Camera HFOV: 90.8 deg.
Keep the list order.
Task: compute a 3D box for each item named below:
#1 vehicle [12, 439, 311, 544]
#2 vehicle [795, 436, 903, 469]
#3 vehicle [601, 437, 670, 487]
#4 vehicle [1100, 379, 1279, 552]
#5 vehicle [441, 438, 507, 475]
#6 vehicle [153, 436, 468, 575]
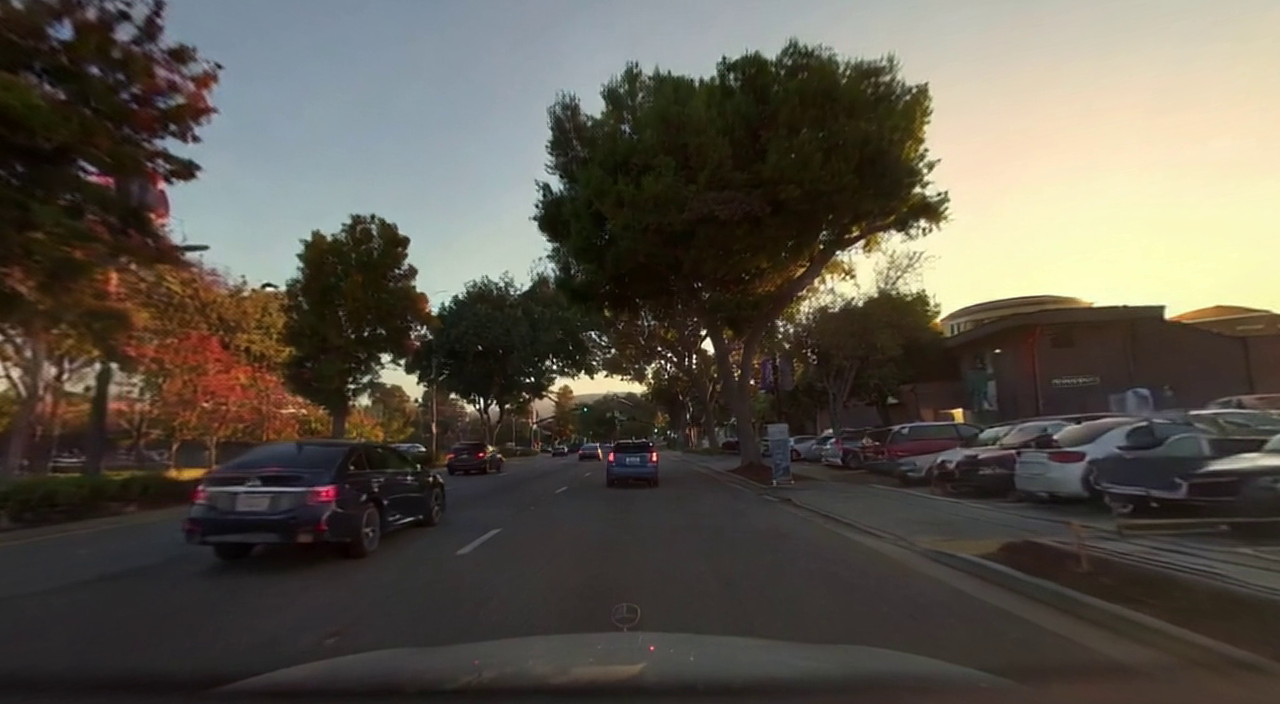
[{"bbox_3d":[-7.896,2.292,11.109,2.009,1.470,4.179,0,-8,-1],"label":"vehicle"},{"bbox_3d":[10.164,4.909,30.945,4.619,1.523,1.873,0,-8,2],"label":"vehicle"},{"bbox_3d":[-0.196,3.575,20.786,2.061,1.469,3.954,0,-8,-2],"label":"vehicle"},{"bbox_3d":[9.058,1.086,7.459,5.501,1.720,2.257,-4,-8,-4],"label":"vehicle"},{"bbox_3d":[-8.109,5.147,31.292,2.038,1.649,4.665,0,-8,0],"label":"vehicle"},{"bbox_3d":[-4.159,1.991,9.164,1.973,1.456,4.850,0,-8,0],"label":"vehicle"}]
